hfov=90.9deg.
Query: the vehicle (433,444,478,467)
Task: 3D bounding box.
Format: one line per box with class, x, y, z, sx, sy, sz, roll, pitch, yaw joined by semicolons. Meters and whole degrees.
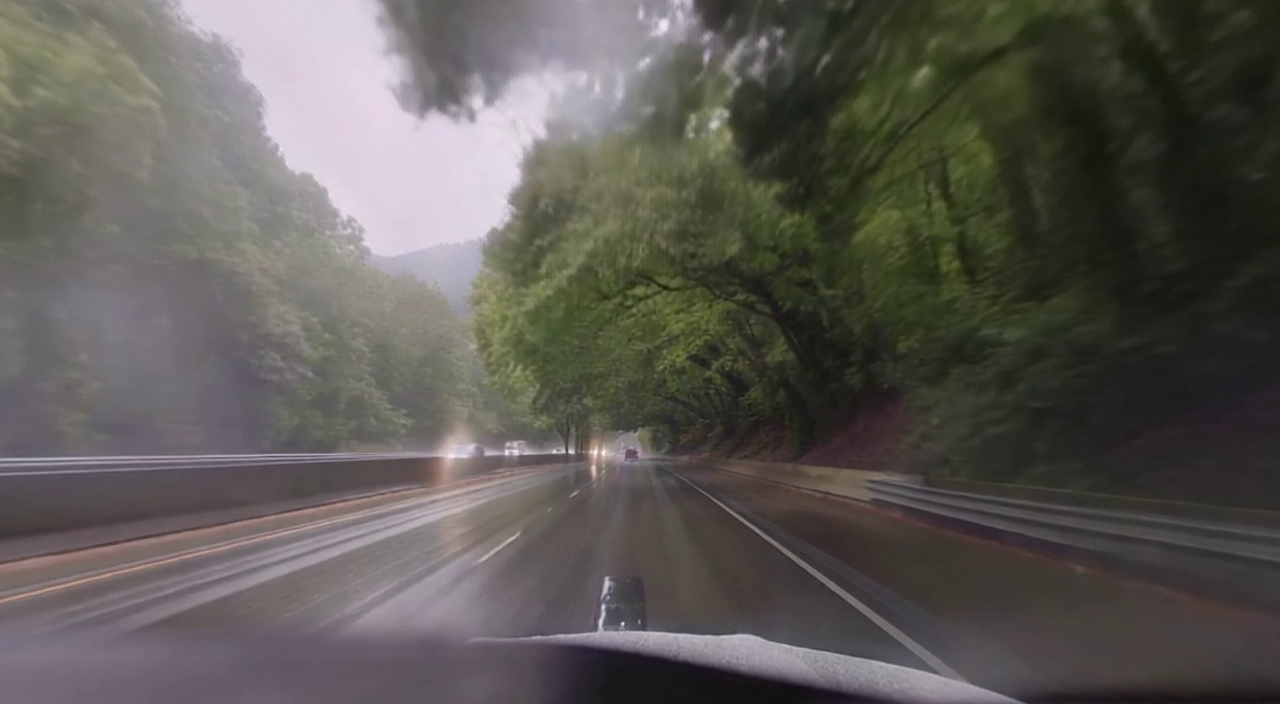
vehicle;-12.425;7.013;42.724;1.822;1.474;4.238;0;-9;0
